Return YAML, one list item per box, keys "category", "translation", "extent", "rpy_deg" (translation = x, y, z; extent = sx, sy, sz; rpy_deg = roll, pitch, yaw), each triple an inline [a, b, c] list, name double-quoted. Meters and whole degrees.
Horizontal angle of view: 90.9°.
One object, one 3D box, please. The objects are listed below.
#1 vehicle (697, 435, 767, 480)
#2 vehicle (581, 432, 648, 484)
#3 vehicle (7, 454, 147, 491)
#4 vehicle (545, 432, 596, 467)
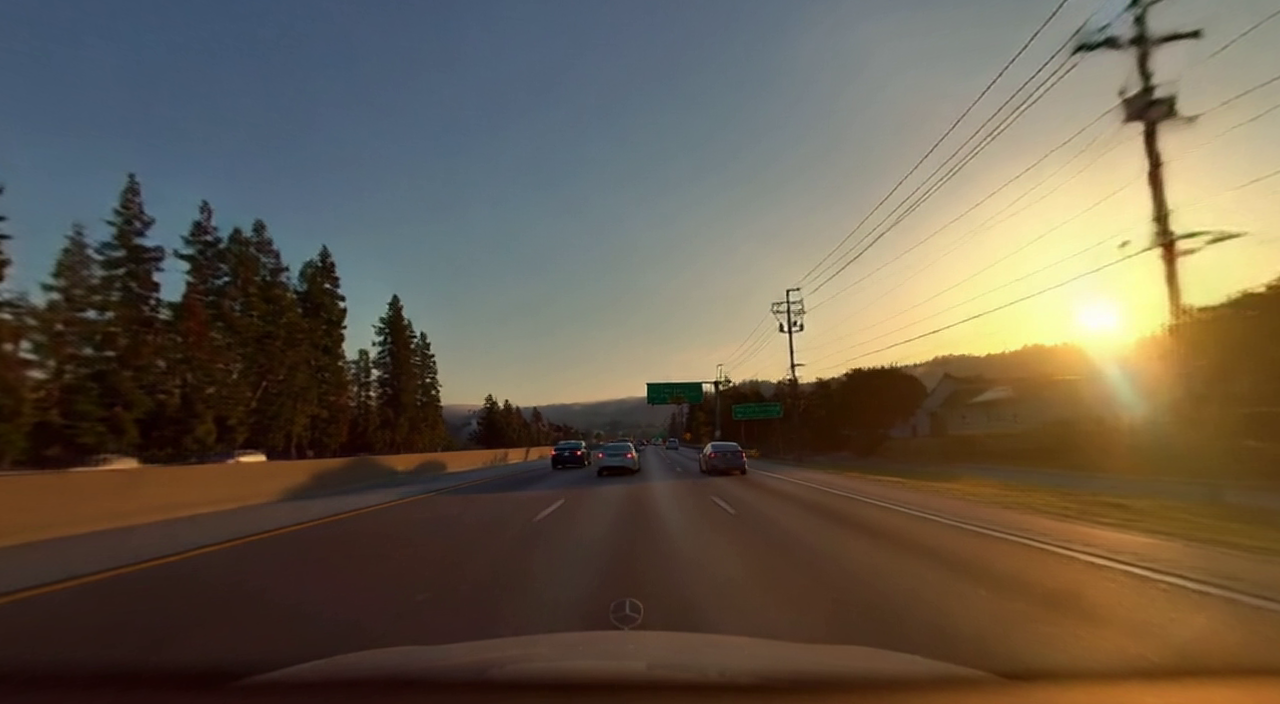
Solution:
- category: "vehicle"
  translation: [3.385, 3.960, 23.931]
  extent: [1.996, 1.579, 3.841]
  rpy_deg: [0, -8, -1]
- category: "vehicle"
  translation: [-0.780, 3.636, 21.939]
  extent: [2.049, 1.620, 4.153]
  rpy_deg: [0, -8, 1]
- category: "vehicle"
  translation: [-31.573, 6.737, 35.713]
  extent: [2.243, 1.760, 6.078]
  rpy_deg: [0, -8, 1]
- category: "vehicle"
  translation: [-3.755, 5.359, 34.762]
  extent: [2.217, 1.773, 4.553]
  rpy_deg: [0, -8, 1]
